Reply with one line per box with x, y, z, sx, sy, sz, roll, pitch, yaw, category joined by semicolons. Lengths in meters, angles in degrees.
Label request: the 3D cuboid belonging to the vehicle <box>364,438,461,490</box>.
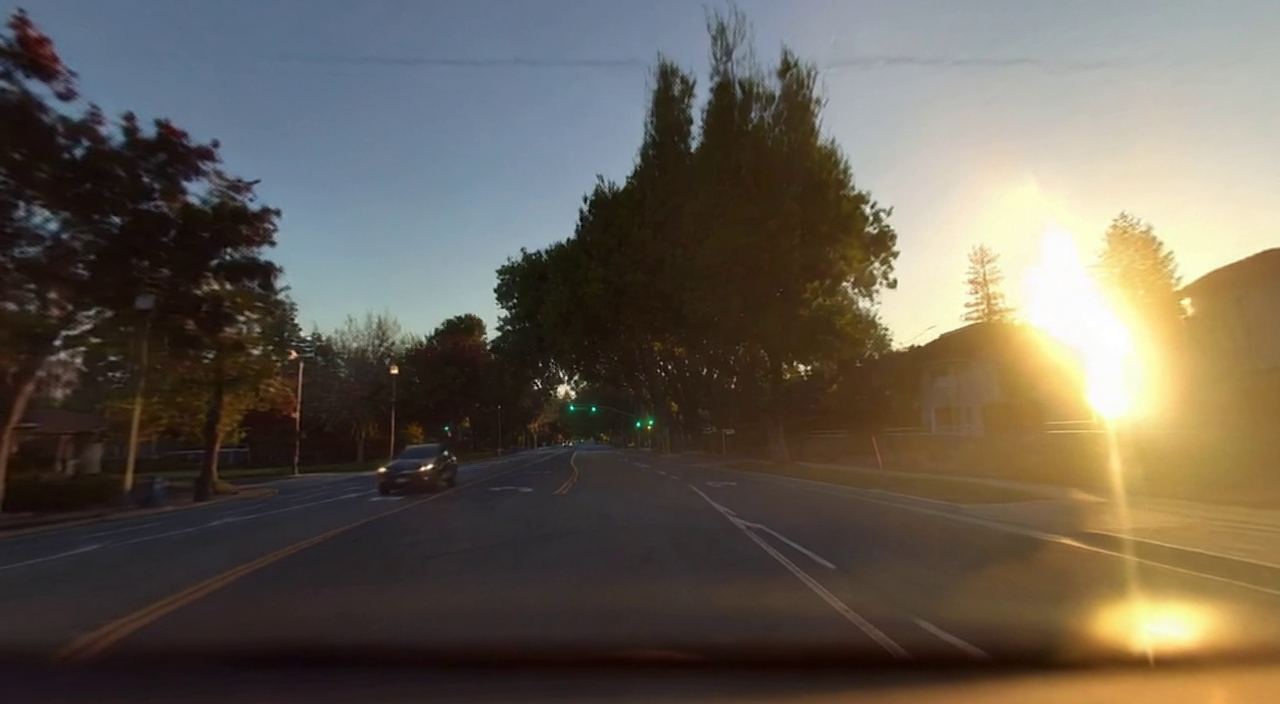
-8.559;4.231;24.247;2.175;1.796;4.605;0;-9;-3;vehicle
